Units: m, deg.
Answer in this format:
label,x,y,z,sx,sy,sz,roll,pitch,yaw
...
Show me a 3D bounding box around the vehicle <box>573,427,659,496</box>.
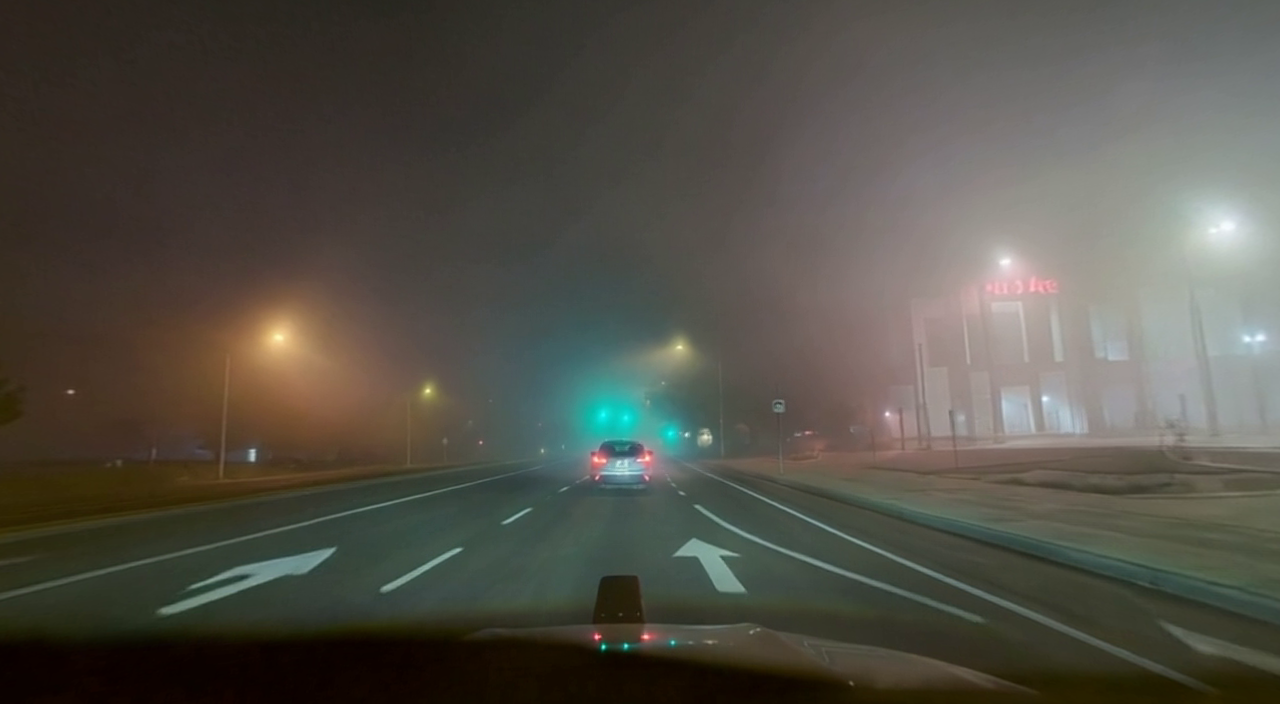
label,x,y,z,sx,sy,sz,roll,pitch,yaw
vehicle,-0.596,3.028,17.807,2.130,1.711,4.038,0,-8,0
